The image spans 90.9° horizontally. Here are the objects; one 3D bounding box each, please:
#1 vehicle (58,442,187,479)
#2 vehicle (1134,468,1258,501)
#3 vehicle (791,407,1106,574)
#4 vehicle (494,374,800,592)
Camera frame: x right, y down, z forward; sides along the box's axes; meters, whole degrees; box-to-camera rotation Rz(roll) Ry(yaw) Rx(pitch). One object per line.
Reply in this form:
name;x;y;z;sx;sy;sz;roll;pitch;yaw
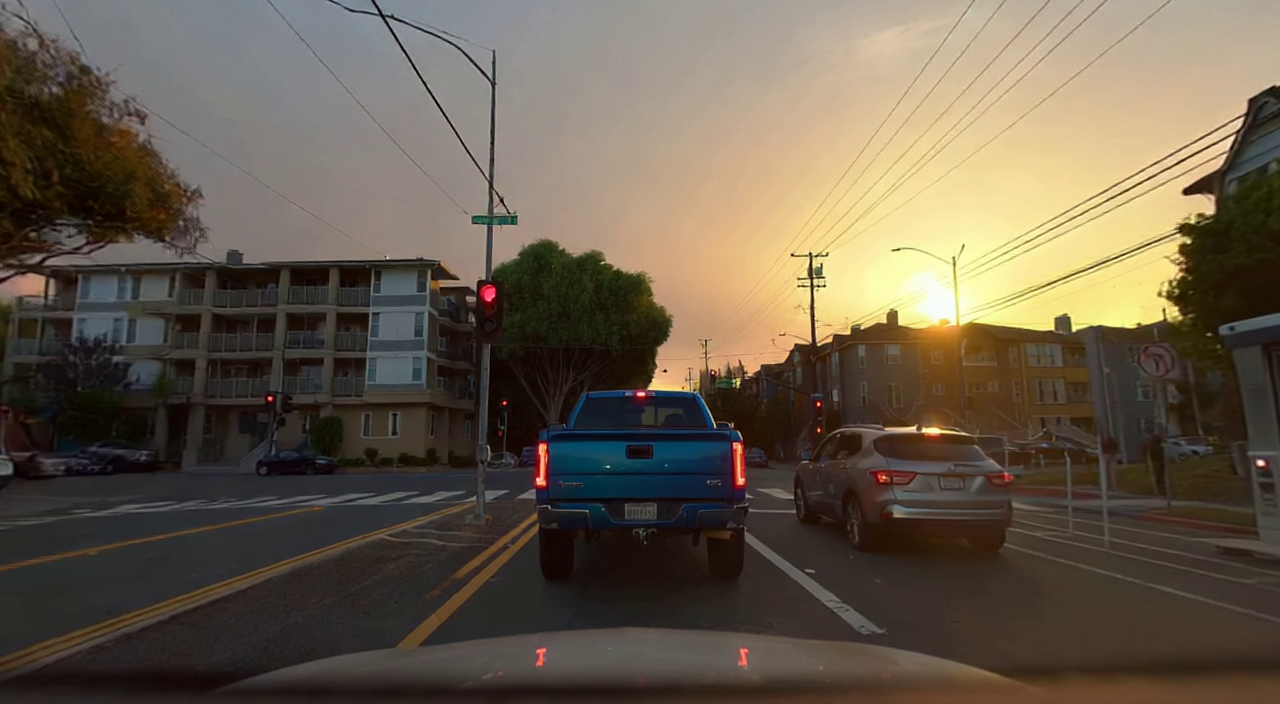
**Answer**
vehicle;-24.851;5.193;30.374;4.563;1.692;1.778;0;-8;-1
vehicle;26.379;6.288;30.002;4.071;1.388;1.884;0;-8;1
vehicle;3.860;1.827;9.146;2.131;1.759;4.762;0;-8;0
vehicle;0.096;1.548;8.301;2.738;1.959;5.070;0;-8;1
